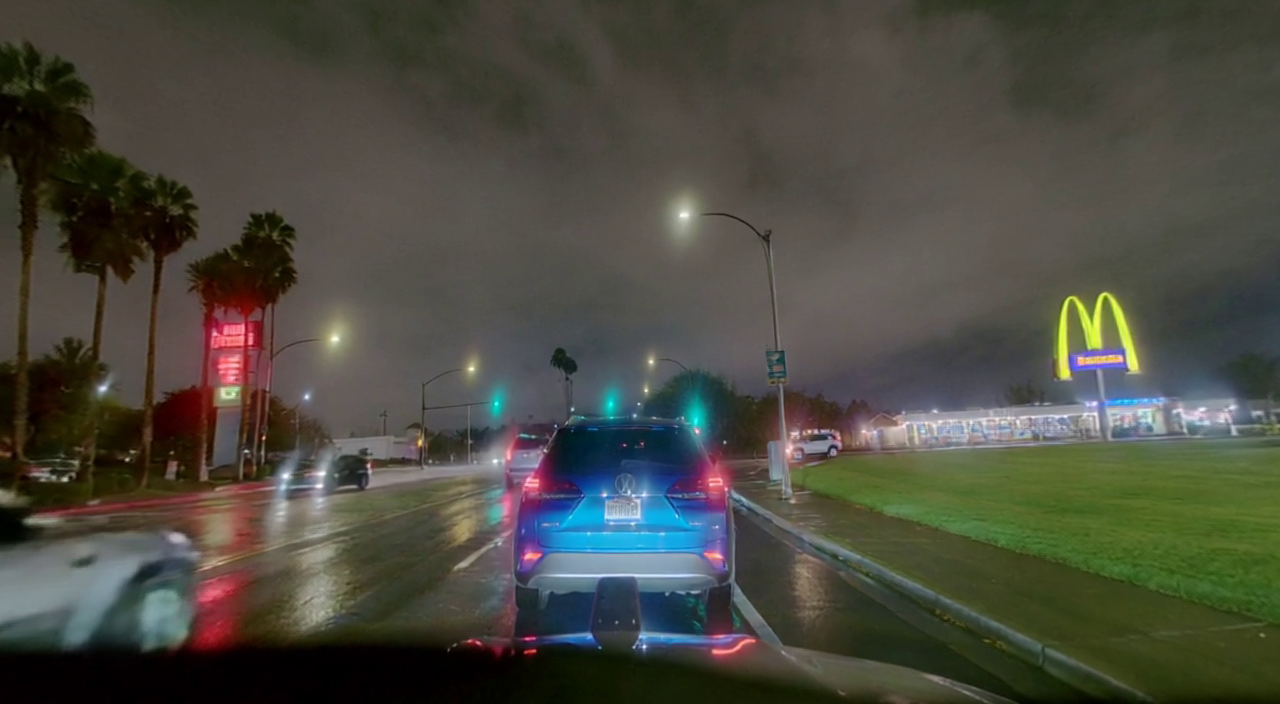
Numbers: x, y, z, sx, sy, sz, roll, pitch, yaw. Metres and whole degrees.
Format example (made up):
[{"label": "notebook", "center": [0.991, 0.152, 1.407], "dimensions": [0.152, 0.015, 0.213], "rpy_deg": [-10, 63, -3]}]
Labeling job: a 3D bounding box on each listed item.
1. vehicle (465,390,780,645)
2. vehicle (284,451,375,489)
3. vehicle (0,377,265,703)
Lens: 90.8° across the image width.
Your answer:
[{"label": "vehicle", "center": [-0.142, 1.422, 6.350], "dimensions": [2.137, 1.728, 3.926], "rpy_deg": [0, -9, -1]}, {"label": "vehicle", "center": [-14.954, 5.679, 30.777], "dimensions": [2.069, 1.617, 4.613], "rpy_deg": [0, -9, 0]}, {"label": "vehicle", "center": [-3.946, 0.920, 2.708], "dimensions": [2.023, 1.648, 4.302], "rpy_deg": [0, -9, 0]}]
